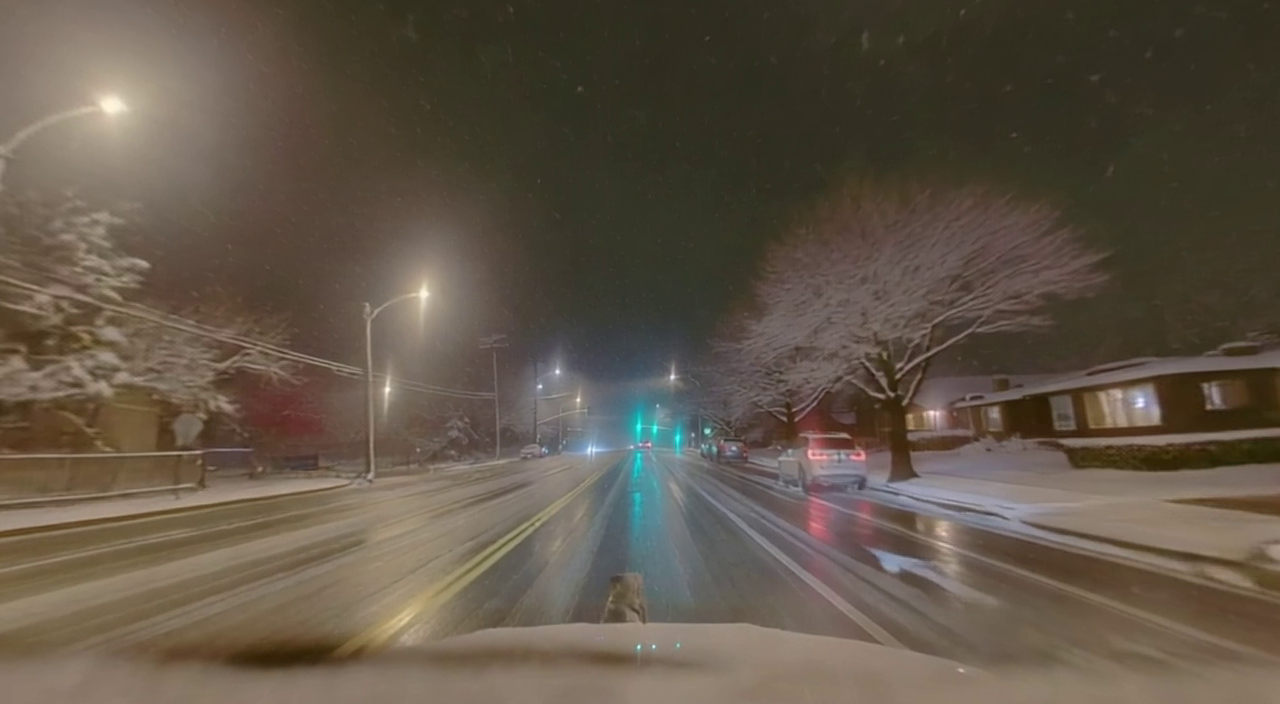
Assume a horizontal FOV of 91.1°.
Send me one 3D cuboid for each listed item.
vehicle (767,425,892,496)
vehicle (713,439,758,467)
[{"bbox_3d":[5.191,3.043,18.017,2.140,1.739,4.721,0,-8,0],"label":"vehicle"},{"bbox_3d":[5.465,5.809,36.360,1.851,1.487,4.566,0,-8,-1],"label":"vehicle"}]
